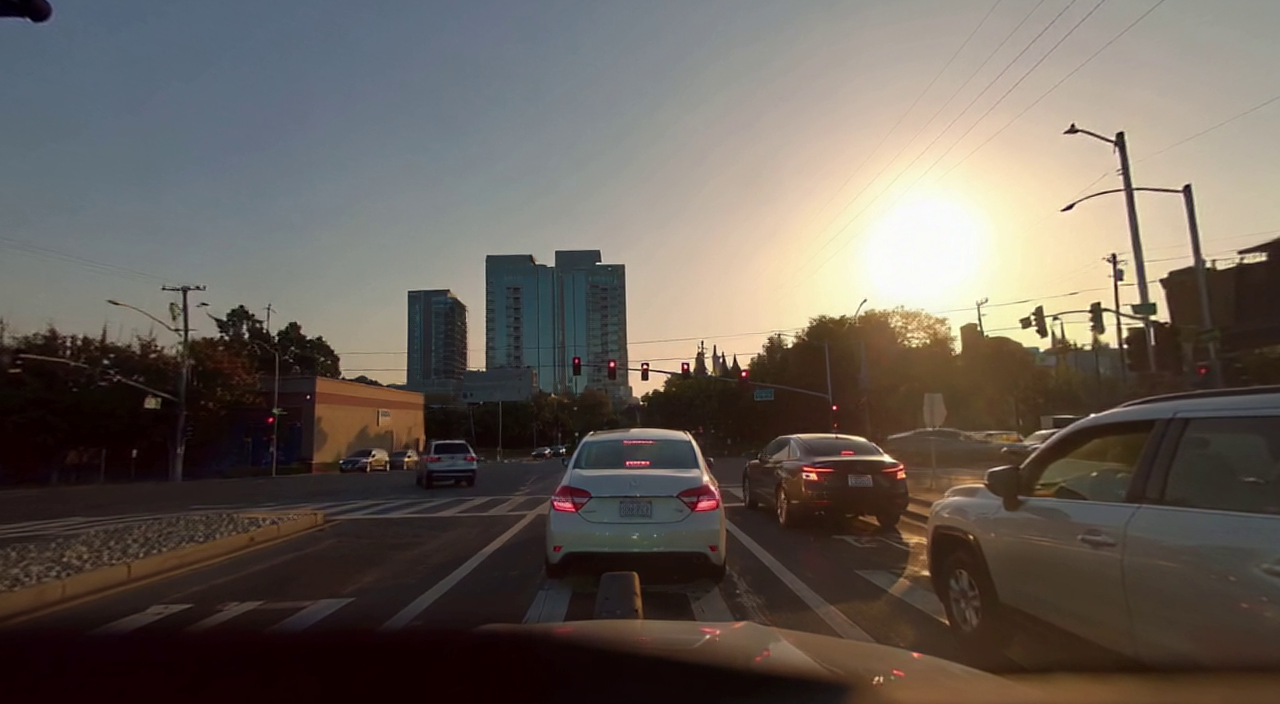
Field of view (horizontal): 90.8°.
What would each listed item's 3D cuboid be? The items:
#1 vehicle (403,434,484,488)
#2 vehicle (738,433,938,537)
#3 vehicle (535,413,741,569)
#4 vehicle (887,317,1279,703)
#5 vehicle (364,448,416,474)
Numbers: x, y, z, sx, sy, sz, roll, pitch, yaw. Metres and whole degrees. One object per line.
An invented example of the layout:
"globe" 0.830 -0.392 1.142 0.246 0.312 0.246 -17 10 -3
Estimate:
"vehicle" -7.576 4.096 24.107 2.021 1.837 4.448 5 -10 -28
"vehicle" 3.148 2.210 11.182 2.001 1.463 4.398 0 -8 -2
"vehicle" -0.075 1.782 8.797 2.188 1.637 4.027 0 -8 -2
"vehicle" 3.008 0.865 2.698 2.103 1.701 4.294 0 -8 -1
"vehicle" -18.840 8.202 47.871 2.026 1.836 4.726 0 -8 0
